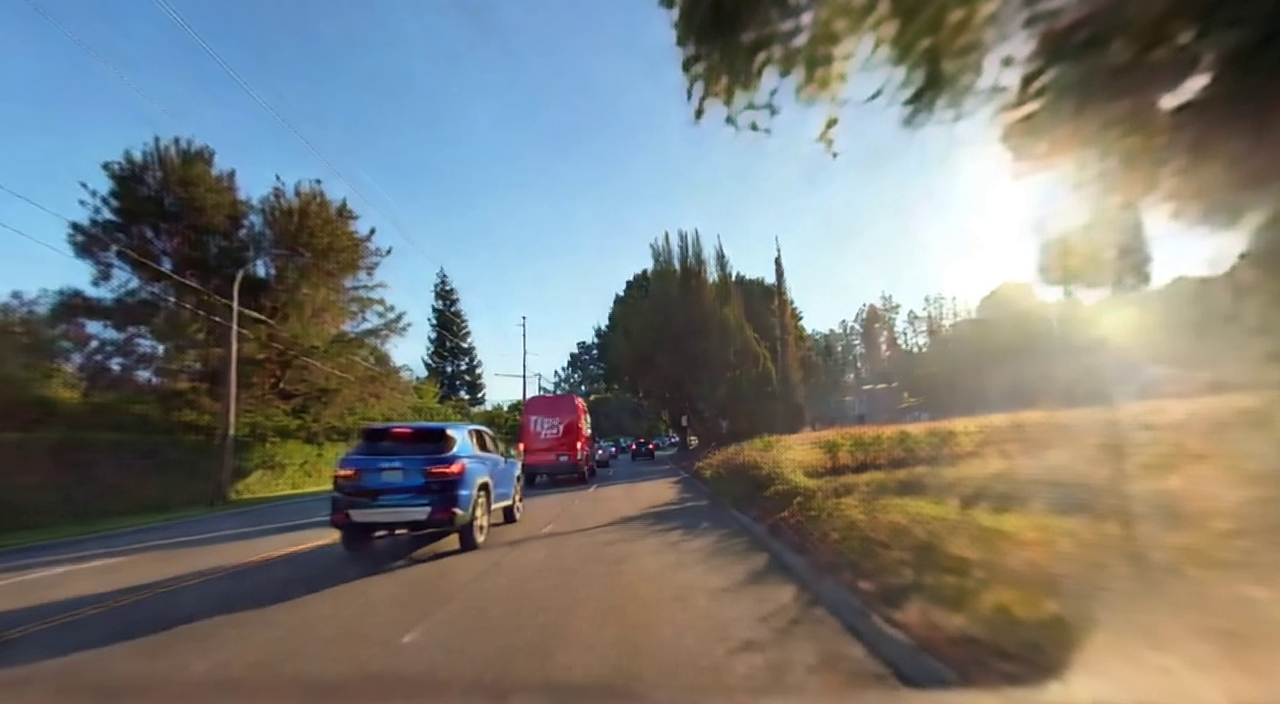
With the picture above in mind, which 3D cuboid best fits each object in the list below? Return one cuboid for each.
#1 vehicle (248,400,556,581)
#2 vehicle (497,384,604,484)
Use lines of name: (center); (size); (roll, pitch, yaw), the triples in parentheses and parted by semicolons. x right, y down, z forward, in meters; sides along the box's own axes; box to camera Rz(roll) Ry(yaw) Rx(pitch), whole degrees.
vehicle: (-2.790, 1.816, 9.212); (2.187, 1.821, 5.501); (0, -9, 2)
vehicle: (-3.126, 3.306, 24.840); (2.818, 3.181, 9.114); (0, -9, 0)
